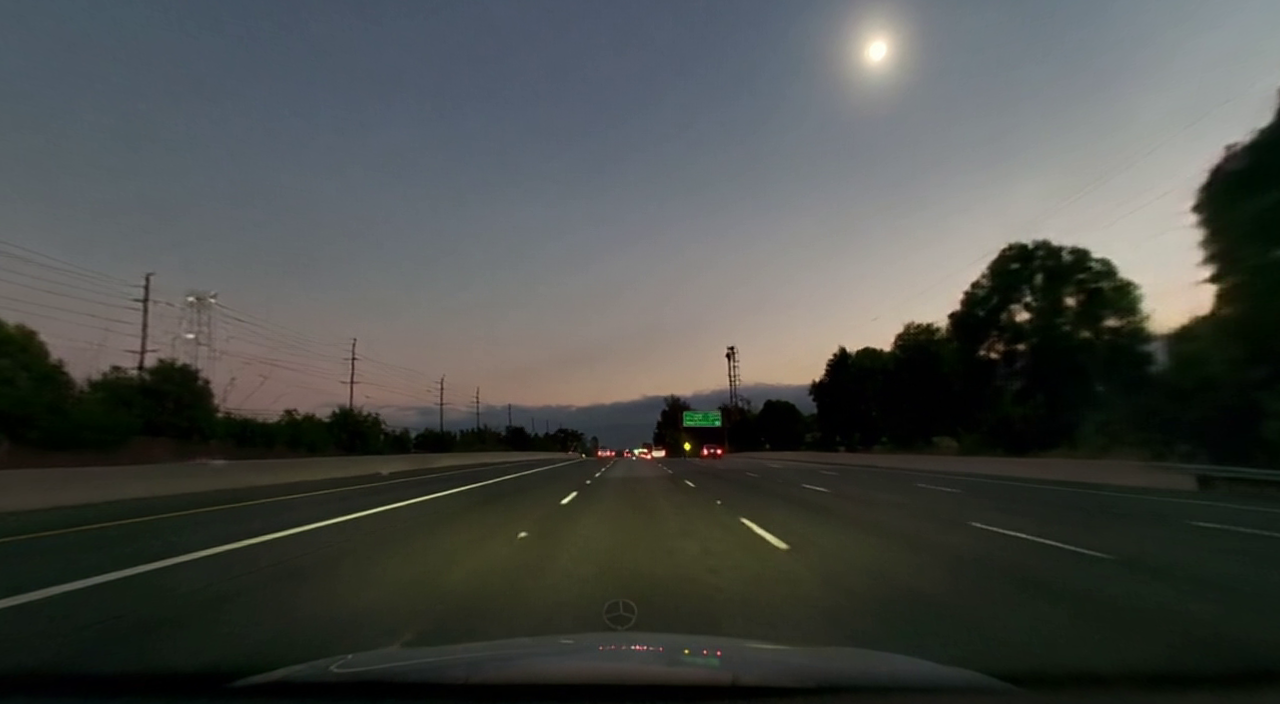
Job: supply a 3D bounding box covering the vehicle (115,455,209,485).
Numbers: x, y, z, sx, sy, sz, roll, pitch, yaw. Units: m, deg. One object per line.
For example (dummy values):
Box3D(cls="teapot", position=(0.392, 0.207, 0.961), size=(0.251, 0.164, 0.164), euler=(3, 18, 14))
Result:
Box3D(cls="vehicle", position=(-25.560, 6.299, 33.959), size=(1.761, 1.450, 4.262), euler=(0, -9, -1))
